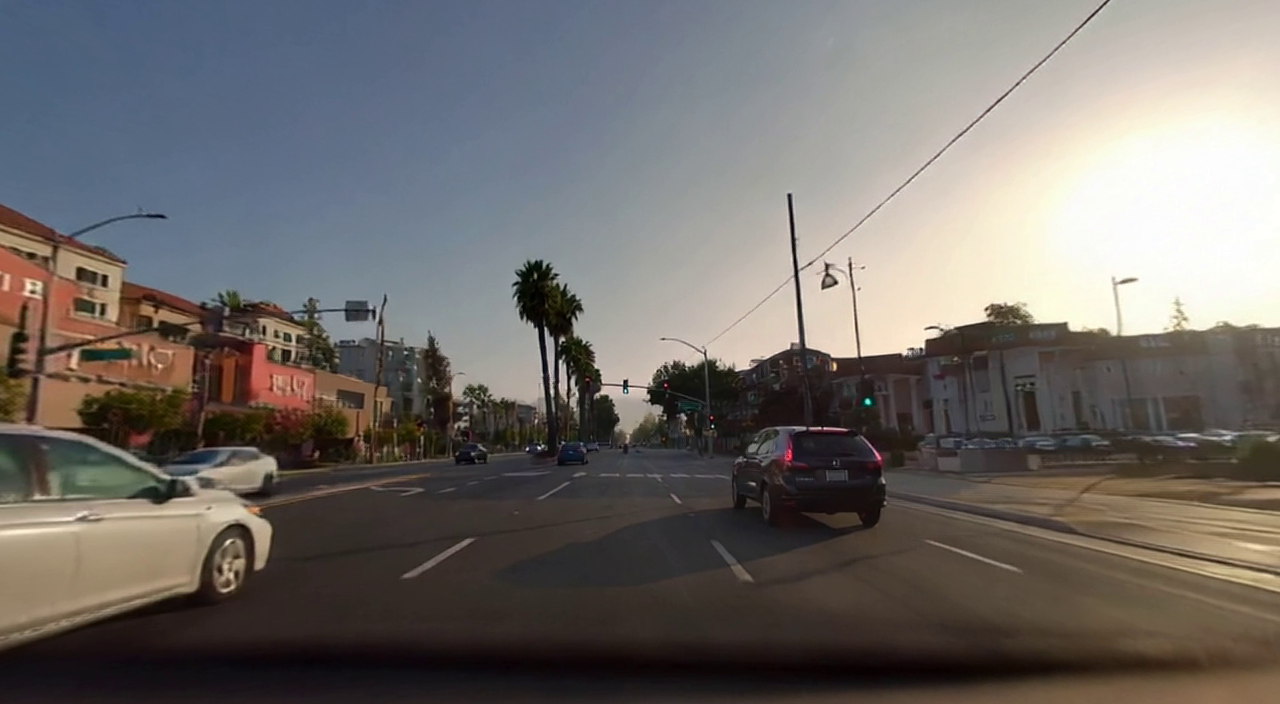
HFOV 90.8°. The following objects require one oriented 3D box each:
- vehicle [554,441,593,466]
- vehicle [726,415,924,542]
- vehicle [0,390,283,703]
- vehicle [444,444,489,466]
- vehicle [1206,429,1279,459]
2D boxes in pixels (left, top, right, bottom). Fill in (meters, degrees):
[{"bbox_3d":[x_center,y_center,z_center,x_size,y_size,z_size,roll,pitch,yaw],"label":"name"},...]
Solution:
[{"bbox_3d":[-4.107,6.324,39.565,2.034,1.498,3.995,0,-8,-1],"label":"vehicle"},{"bbox_3d":[2.826,2.040,10.834,1.982,1.711,4.276,0,-8,-2],"label":"vehicle"},{"bbox_3d":[-4.112,1.030,3.416,2.063,1.578,3.915,0,-8,-1],"label":"vehicle"},{"bbox_3d":[-12.712,7.531,46.614,1.991,1.517,4.760,0,-8,0],"label":"vehicle"},{"bbox_3d":[38.410,5.715,39.193,4.542,1.767,1.992,0,-8,3],"label":"vehicle"}]
